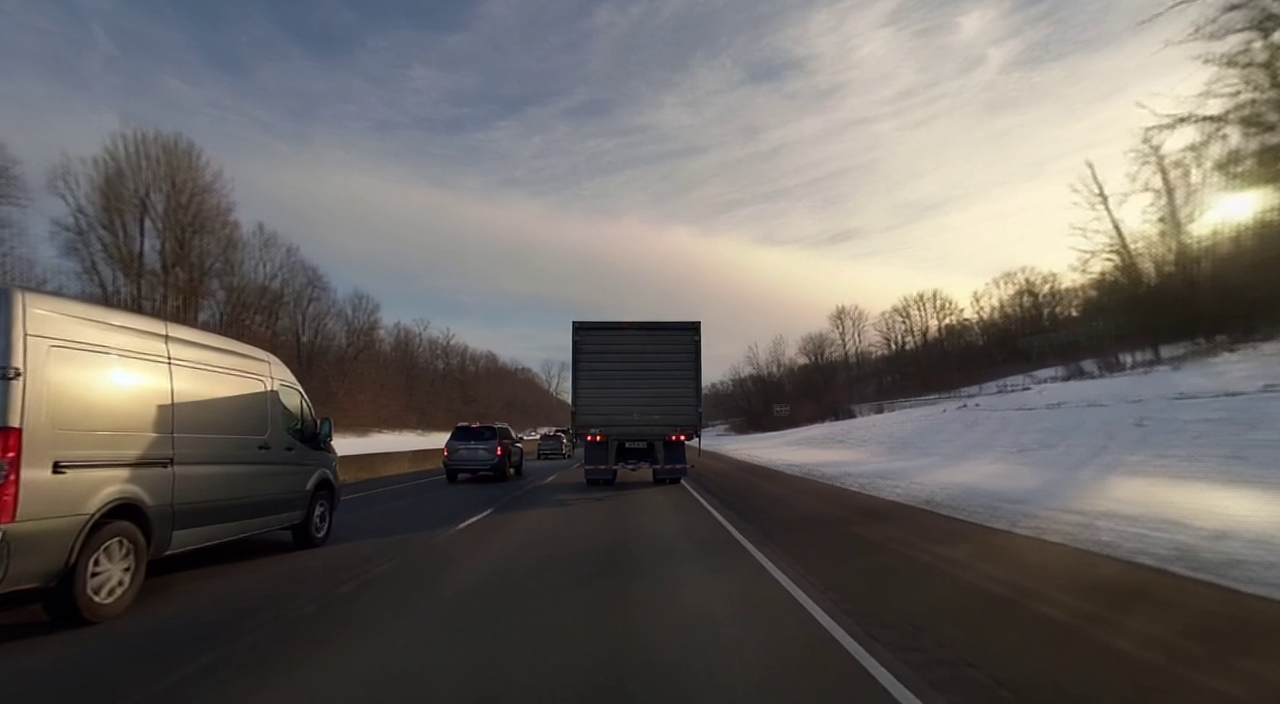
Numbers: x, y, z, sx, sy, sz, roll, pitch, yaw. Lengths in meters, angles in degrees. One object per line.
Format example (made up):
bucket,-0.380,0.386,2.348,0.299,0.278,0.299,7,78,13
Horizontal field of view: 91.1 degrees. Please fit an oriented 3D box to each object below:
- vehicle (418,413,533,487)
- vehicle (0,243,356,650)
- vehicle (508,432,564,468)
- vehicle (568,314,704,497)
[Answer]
vehicle,-4.860,2.983,19.447,2.168,1.985,4.952,0,-8,0
vehicle,-5.249,0.878,6.055,2.478,2.515,5.438,0,-8,-1
vehicle,-4.856,4.617,29.948,1.931,1.539,4.441,0,-8,0
vehicle,-0.213,1.820,18.882,2.953,4.041,10.072,0,-8,-1
